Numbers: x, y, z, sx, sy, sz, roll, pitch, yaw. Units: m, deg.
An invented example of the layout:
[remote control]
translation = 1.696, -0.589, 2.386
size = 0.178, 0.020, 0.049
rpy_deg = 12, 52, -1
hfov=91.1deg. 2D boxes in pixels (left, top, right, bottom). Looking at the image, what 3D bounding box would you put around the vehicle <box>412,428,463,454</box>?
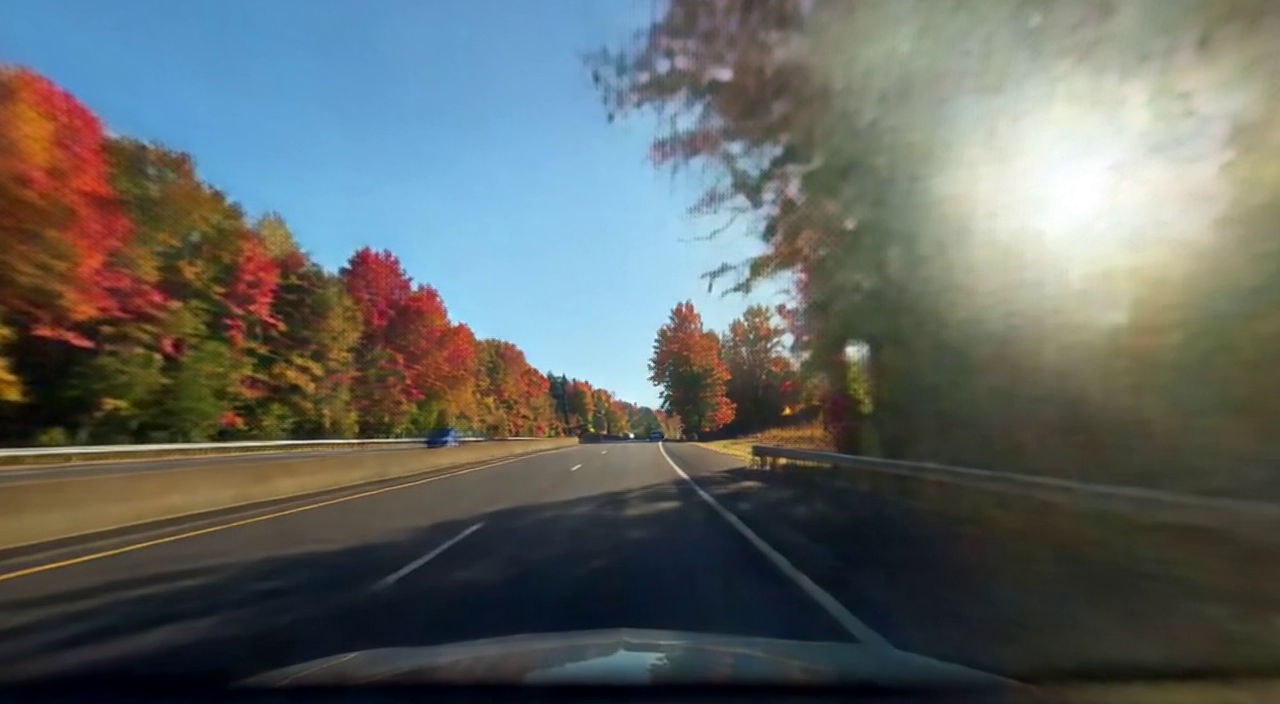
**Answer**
[vehicle]
translation = -14.514, 6.398, 45.333
size = 1.987, 1.808, 4.699
rpy_deg = 0, -8, 2
